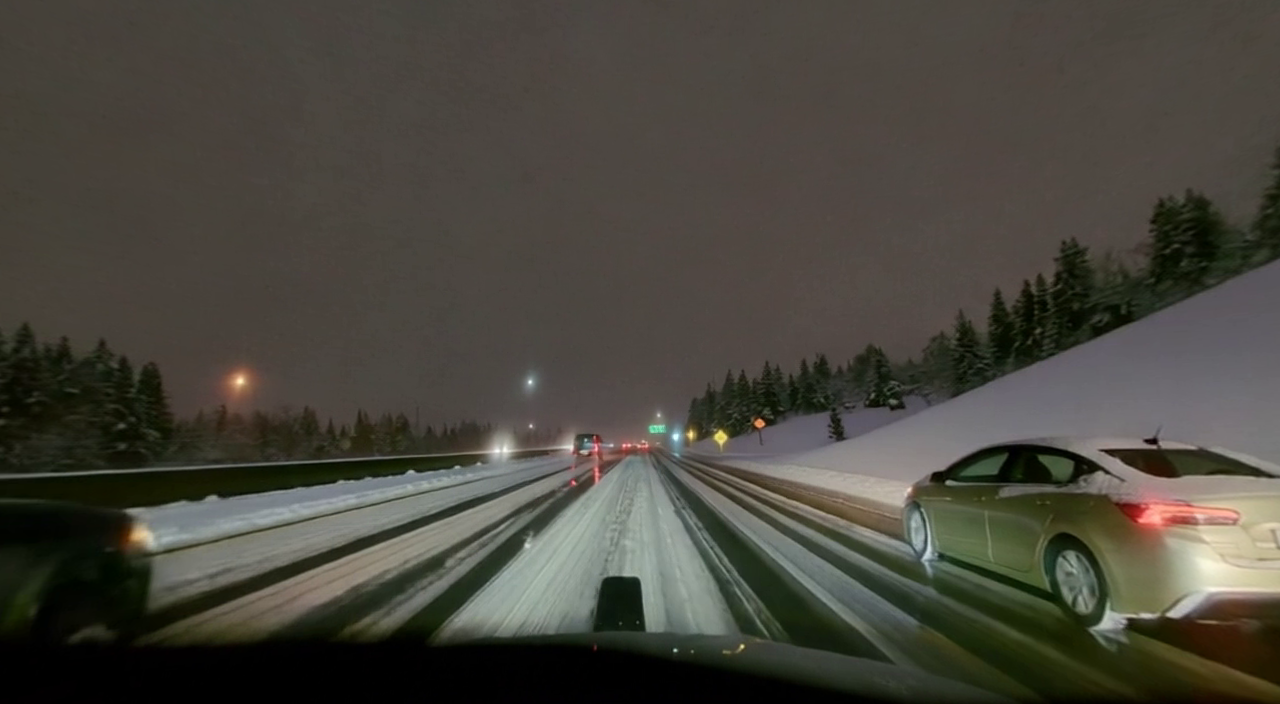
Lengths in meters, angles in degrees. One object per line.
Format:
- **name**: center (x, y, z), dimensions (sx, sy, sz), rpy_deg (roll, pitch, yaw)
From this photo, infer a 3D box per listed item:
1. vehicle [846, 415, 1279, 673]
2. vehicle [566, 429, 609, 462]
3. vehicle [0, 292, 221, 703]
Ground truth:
- **vehicle**: center (3.905, 1.528, 6.288), dimensions (2.047, 1.532, 4.884), rpy_deg (0, -9, 0)
- **vehicle**: center (-3.798, 6.926, 46.623), dimensions (2.496, 2.203, 6.317), rpy_deg (0, -9, 1)
- **vehicle**: center (-3.598, 0.453, 0.739), dimensions (2.285, 1.853, 5.564), rpy_deg (0, -9, 1)
